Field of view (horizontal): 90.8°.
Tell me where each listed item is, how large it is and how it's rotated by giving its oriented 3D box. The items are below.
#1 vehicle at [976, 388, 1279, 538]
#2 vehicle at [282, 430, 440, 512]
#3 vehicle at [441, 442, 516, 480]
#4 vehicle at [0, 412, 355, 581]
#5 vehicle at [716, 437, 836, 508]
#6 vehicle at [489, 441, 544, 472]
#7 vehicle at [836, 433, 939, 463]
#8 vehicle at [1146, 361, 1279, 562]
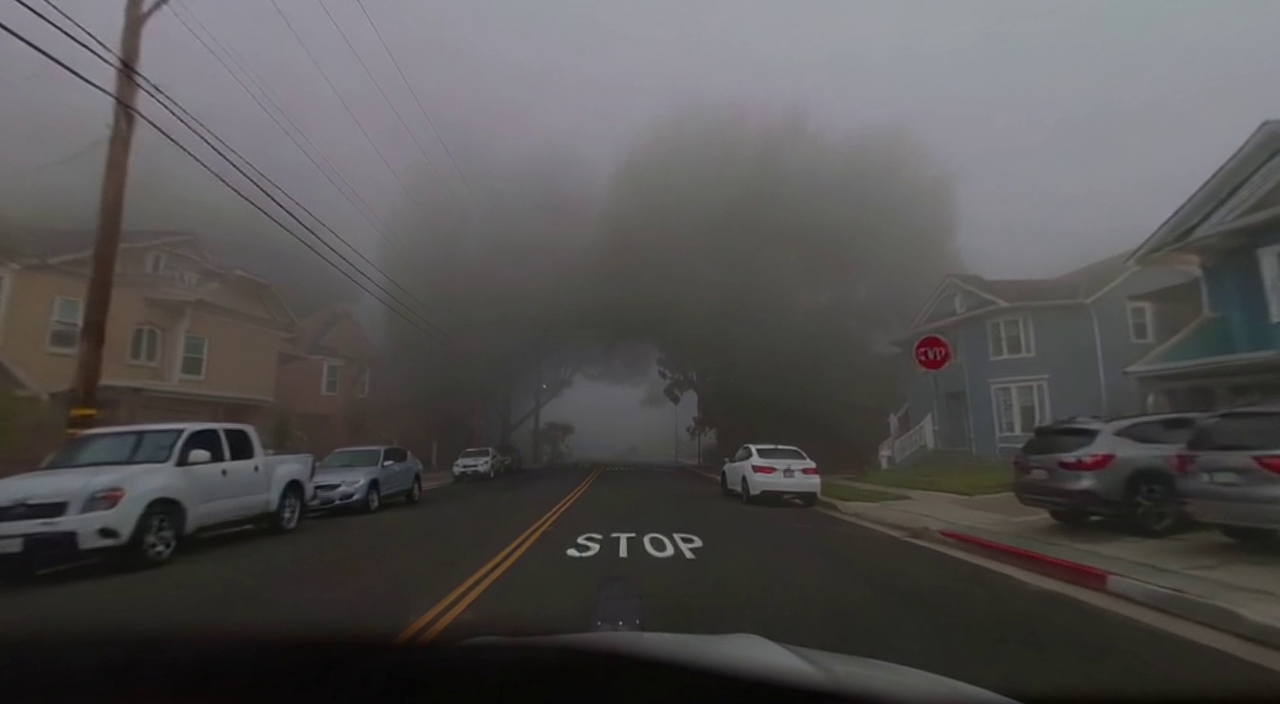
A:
[{"bbox_3d":[8.396,1.557,9.259,5.541,1.820,2.319,-1,-9,0],"label":"vehicle"},{"bbox_3d":[-6.616,2.851,15.638,1.896,1.703,4.586,0,-8,-1],"label":"vehicle"},{"bbox_3d":[-6.877,4.686,27.427,2.056,1.481,4.451,0,-8,0],"label":"vehicle"},{"bbox_3d":[-6.574,1.920,9.388,2.136,1.757,5.365,0,-8,0],"label":"vehicle"},{"bbox_3d":[3.317,3.056,16.664,1.963,1.536,5.446,0,-8,0],"label":"vehicle"},{"bbox_3d":[-6.604,5.630,34.237,2.026,1.560,4.062,0,-8,2],"label":"vehicle"},{"bbox_3d":[16.705,6.494,42.933,6.022,1.953,2.250,0,-9,1],"label":"vehicle"},{"bbox_3d":[8.474,1.123,6.533,4.507,1.939,2.304,0,-9,-4],"label":"vehicle"}]
